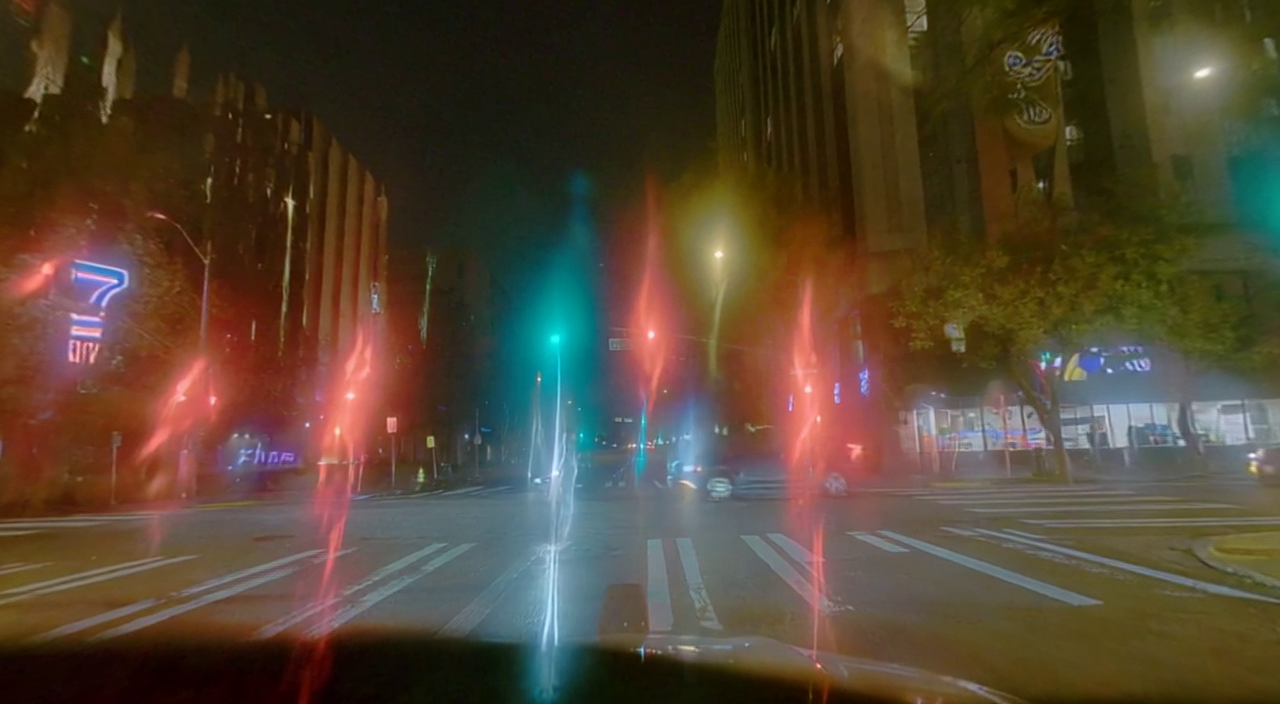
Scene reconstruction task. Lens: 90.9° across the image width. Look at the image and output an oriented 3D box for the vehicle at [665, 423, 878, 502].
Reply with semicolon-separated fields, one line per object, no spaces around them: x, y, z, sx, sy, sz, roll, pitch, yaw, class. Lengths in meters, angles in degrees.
3.081;2.720;15.674;4.836;1.795;1.957;0;-8;1;vehicle
